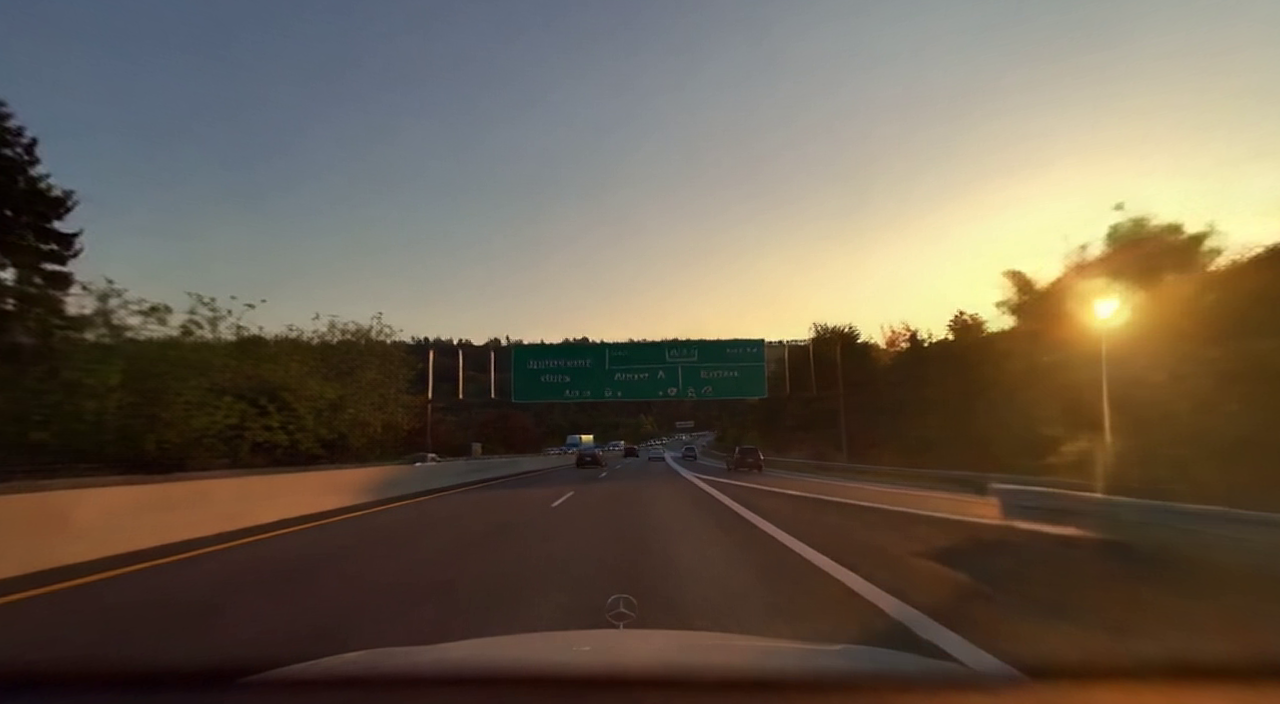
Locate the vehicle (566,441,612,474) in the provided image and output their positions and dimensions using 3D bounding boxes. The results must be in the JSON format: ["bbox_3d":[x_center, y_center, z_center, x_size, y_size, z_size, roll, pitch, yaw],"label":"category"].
[{"bbox_3d":[-2.714,5.739,34.498,2.037,1.638,4.274,0,-9,1],"label":"vehicle"}]

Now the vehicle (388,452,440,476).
[{"bbox_3d":[-15.343,7.621,43.085,1.861,1.466,4.266,0,-9,1],"label":"vehicle"}]

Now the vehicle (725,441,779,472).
[{"bbox_3d":[6.279,5.893,35.896,2.021,1.639,4.203,0,-9,-3],"label":"vehicle"}]
